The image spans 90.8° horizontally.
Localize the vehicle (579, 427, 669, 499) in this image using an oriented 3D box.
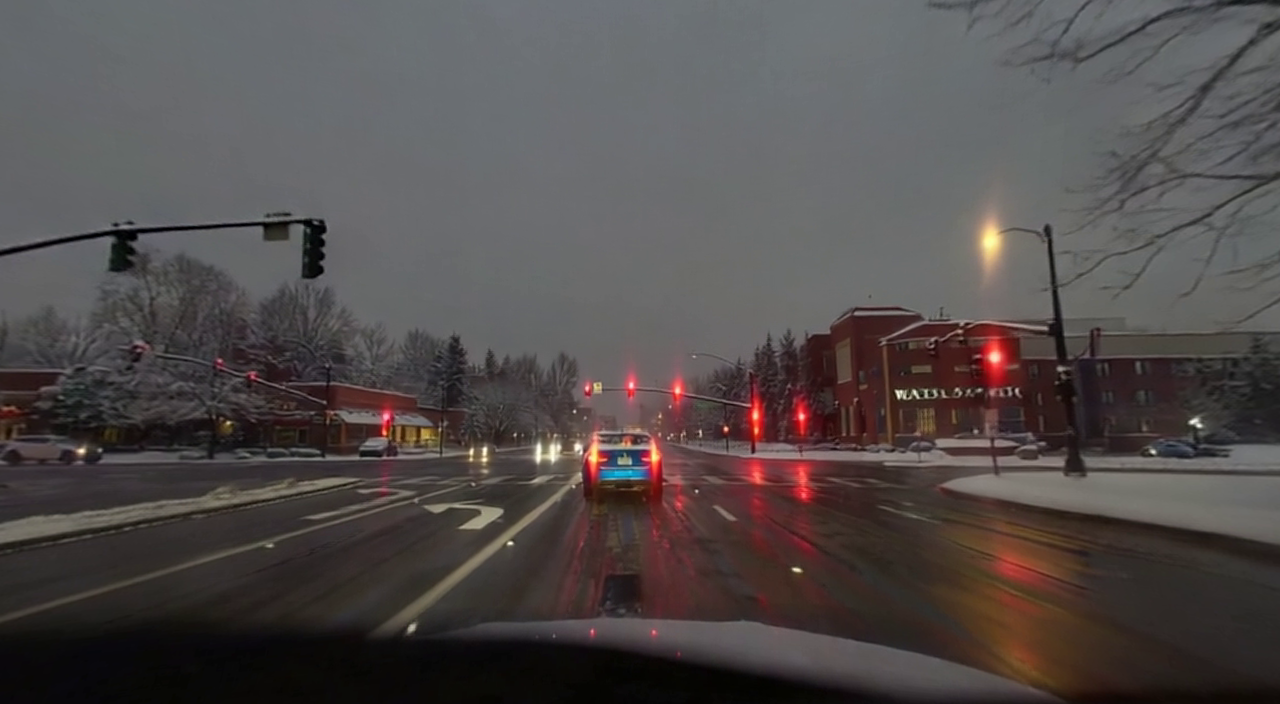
[{"bbox_3d":[-0.406,2.856,16.568,2.066,1.618,3.922,0,-9,-1],"label":"vehicle"}]
